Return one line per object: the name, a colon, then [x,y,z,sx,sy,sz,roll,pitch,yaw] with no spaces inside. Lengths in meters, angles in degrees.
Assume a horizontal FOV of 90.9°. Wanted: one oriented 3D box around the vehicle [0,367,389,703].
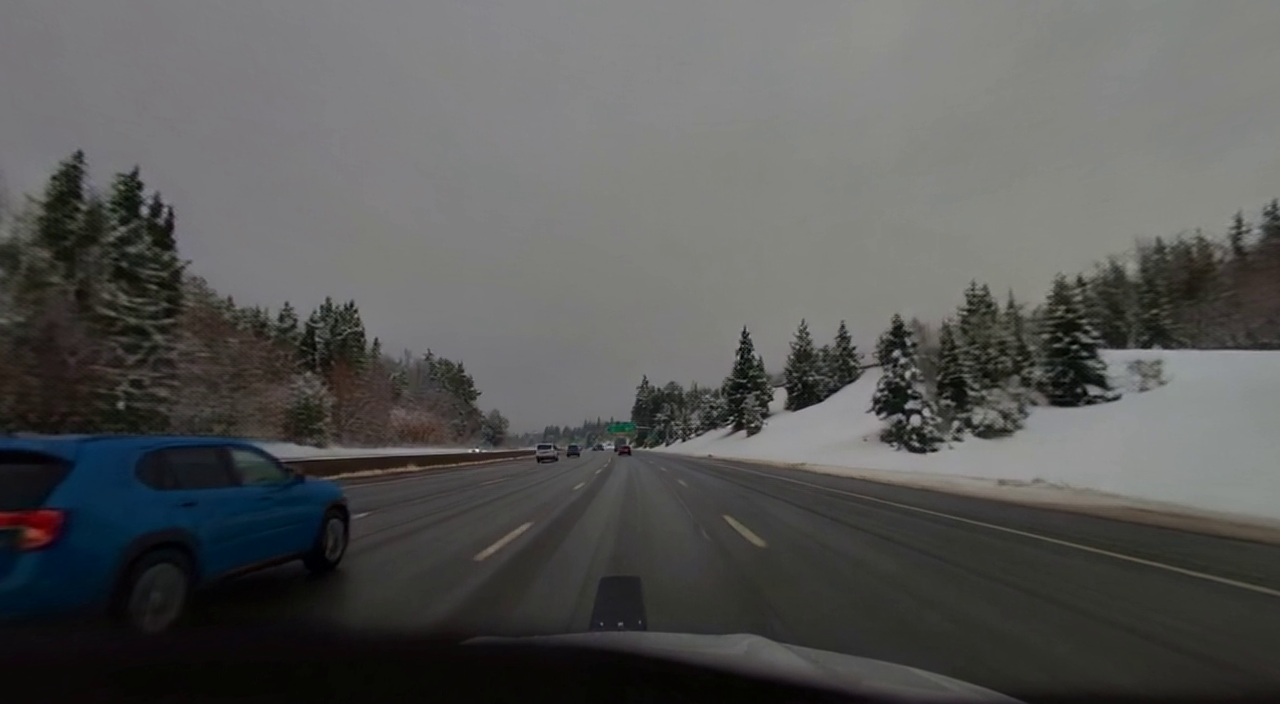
vehicle: [-4.105,1.256,5.195,2.162,1.724,4.537,0,-8,0]
